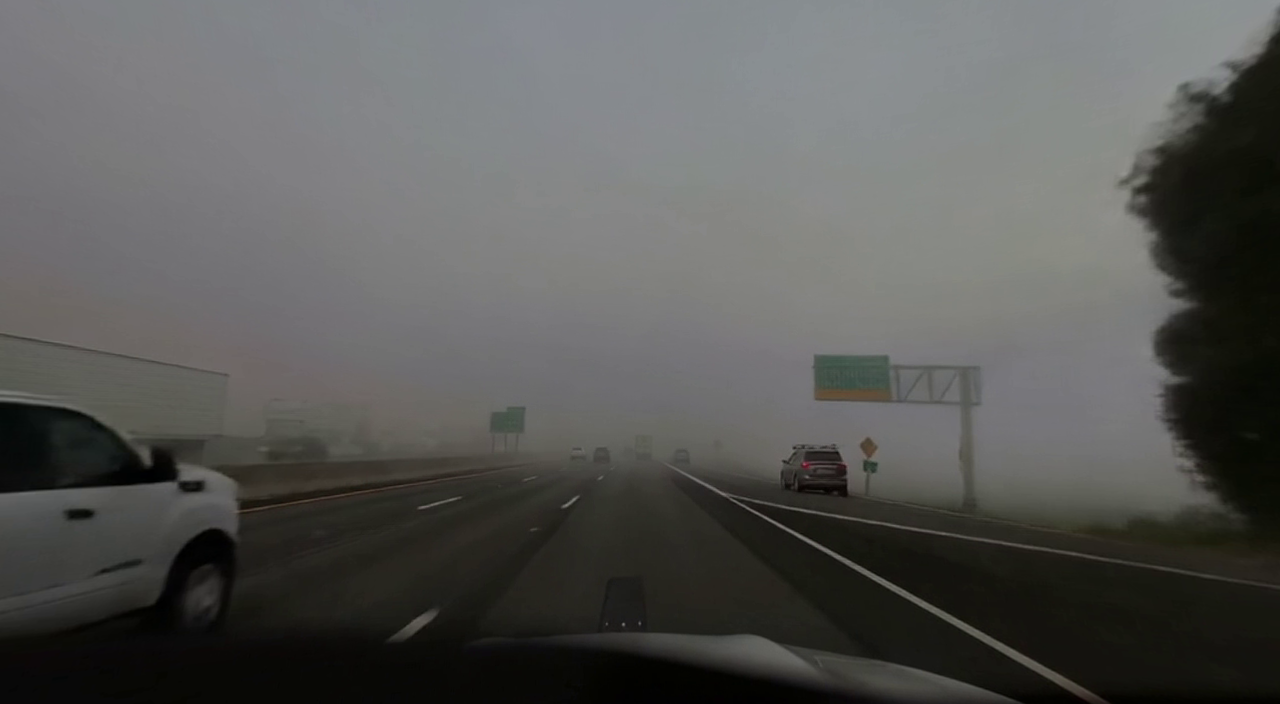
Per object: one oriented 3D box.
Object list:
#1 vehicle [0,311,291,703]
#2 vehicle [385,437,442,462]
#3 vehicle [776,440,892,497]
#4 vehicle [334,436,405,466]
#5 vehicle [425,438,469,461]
[{"bbox_3d":[-3.933,0.736,2.377,2.220,1.928,5.176,0,-9,0],"label":"vehicle"},{"bbox_3d":[-14.227,6.190,39.811,1.967,1.454,4.432,0,-9,0],"label":"vehicle"},{"bbox_3d":[6.538,3.977,21.809,2.080,1.725,4.252,1,-9,-9],"label":"vehicle"},{"bbox_3d":[-14.192,5.263,33.364,1.879,1.444,4.337,0,-9,-1],"label":"vehicle"},{"bbox_3d":[-14.458,7.358,47.384,1.874,1.513,4.268,2,-10,0],"label":"vehicle"}]
